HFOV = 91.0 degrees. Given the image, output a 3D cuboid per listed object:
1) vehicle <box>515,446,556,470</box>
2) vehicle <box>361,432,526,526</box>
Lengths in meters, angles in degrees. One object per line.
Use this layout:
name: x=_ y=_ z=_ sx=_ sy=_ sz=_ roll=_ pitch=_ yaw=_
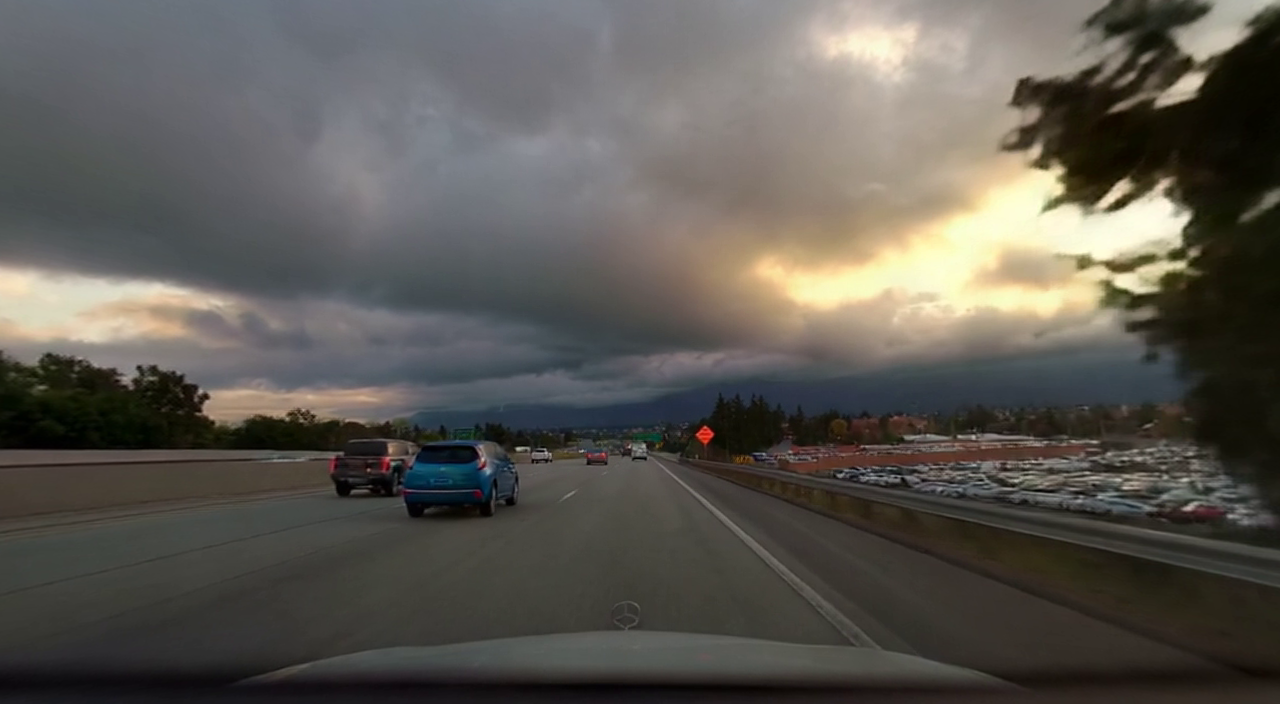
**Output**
vehicle: x=-7.454 y=7.615 z=45.389 sx=2.046 sy=1.644 sz=4.422 roll=0 pitch=-9 yaw=1
vehicle: x=-3.921 y=2.601 z=13.484 sx=2.070 sy=1.665 sz=4.213 roll=0 pitch=-9 yaw=1
